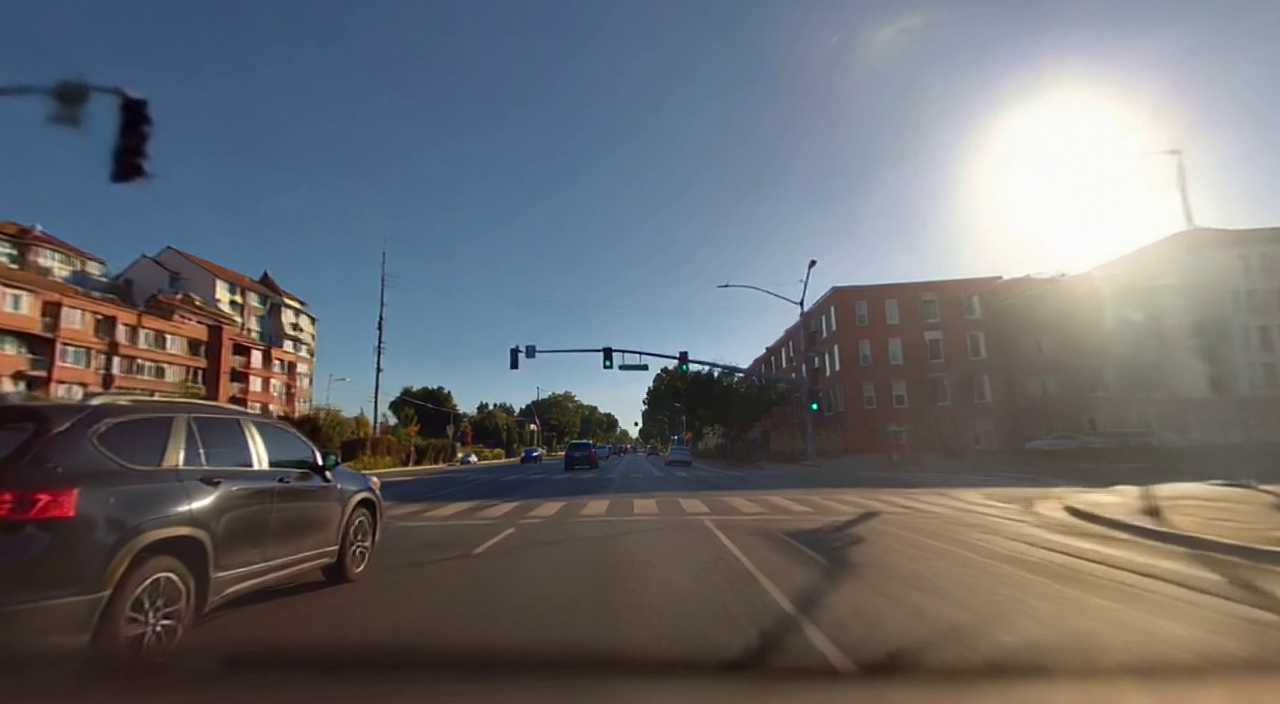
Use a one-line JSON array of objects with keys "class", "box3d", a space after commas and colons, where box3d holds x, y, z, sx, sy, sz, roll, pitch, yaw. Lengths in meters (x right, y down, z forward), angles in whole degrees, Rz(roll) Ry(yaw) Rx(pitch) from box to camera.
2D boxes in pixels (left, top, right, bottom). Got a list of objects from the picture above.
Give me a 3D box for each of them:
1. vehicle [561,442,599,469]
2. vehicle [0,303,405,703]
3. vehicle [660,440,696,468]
[{"class": "vehicle", "box3d": [-3.863, 6.736, 41.357, 2.083, 1.685, 4.069, 0, -8, 0]}, {"class": "vehicle", "box3d": [-3.916, 1.091, 4.795, 2.225, 1.984, 5.168, 0, -8, 0]}, {"class": "vehicle", "box3d": [2.509, 6.811, 42.432, 2.018, 1.719, 4.369, 0, -8, -2]}]
